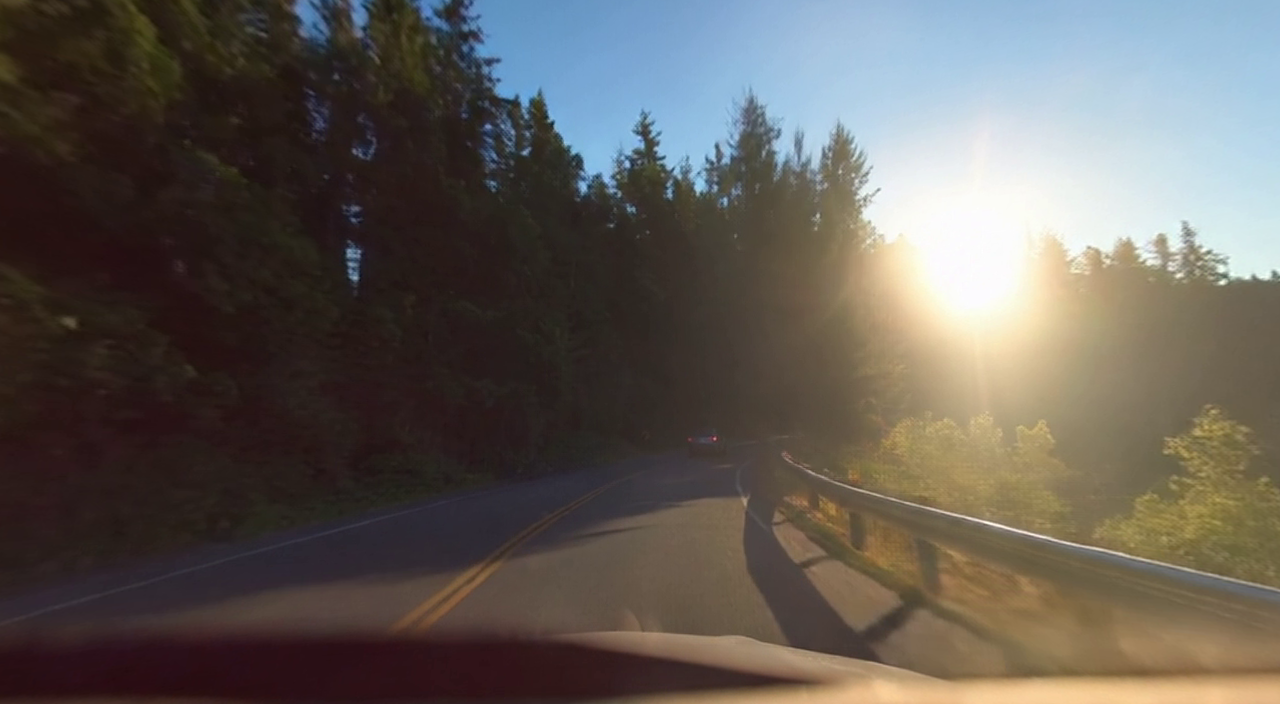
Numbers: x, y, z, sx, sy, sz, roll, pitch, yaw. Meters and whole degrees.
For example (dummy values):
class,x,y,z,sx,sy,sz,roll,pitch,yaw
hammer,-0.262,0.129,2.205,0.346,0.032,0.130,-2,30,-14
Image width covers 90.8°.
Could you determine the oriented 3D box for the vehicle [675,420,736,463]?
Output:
class,x,y,z,sx,sy,sz,roll,pitch,yaw
vehicle,3.425,4.541,31.947,2.469,1.953,5.605,-2,-9,12
